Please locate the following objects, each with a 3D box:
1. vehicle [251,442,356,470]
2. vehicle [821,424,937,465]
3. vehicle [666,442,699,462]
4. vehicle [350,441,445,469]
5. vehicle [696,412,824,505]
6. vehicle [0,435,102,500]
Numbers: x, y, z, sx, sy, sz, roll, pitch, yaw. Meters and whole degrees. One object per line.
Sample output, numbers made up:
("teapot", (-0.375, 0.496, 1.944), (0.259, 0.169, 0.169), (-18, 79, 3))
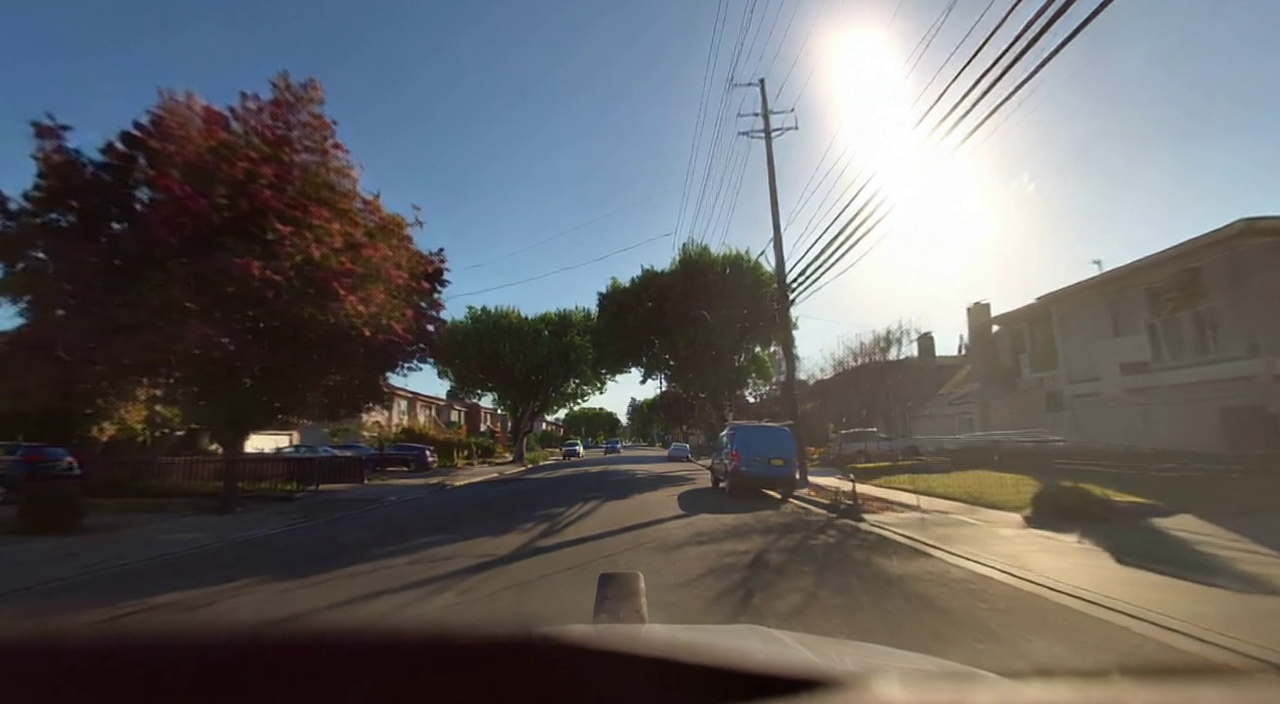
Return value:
("vehicle", (-18.407, 5.675, 34.707), (4.615, 1.482, 2.073), (0, -8, 1))
("vehicle", (11.007, 4.290, 29.378), (4.602, 1.799, 1.859), (0, -8, -1))
("vehicle", (3.166, 7.602, 48.315), (1.944, 1.439, 4.500), (1, -8, -4))
("vehicle", (-13.319, 5.679, 34.892), (4.443, 1.475, 1.932), (0, -8, -2))
("vehicle", (2.930, 2.786, 16.886), (2.311, 2.069, 5.156), (0, -8, -1))
("vehicle", (-18.457, 3.247, 17.968), (4.414, 1.731, 2.008), (0, -8, 1))
